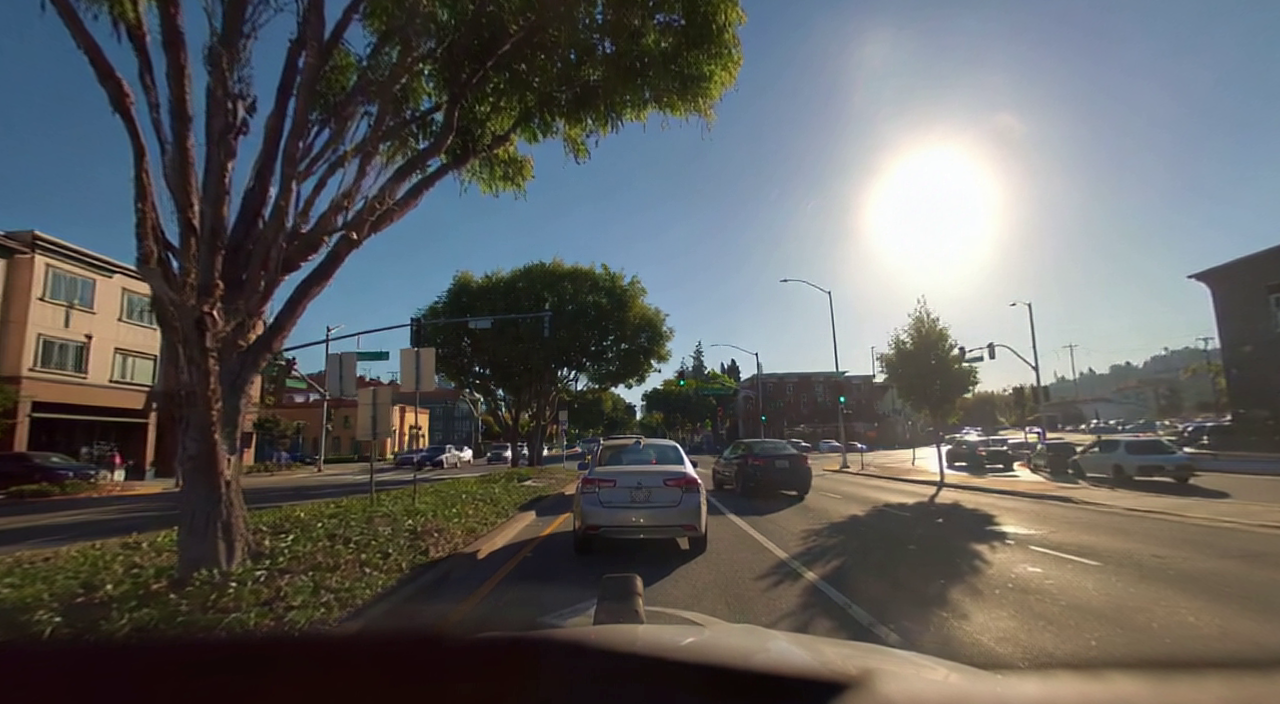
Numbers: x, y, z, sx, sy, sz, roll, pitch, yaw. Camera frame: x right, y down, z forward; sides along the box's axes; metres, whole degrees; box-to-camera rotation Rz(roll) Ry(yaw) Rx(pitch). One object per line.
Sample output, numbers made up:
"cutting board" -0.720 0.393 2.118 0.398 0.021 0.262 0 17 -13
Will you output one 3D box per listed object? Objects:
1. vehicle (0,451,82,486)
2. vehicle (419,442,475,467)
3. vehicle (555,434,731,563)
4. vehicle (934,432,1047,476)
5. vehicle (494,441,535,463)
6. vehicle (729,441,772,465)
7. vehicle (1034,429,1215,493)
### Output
"vehicle" -27.356 5.069 27.564 1.773 1.438 4.268 0 -9 2
"vehicle" -12.219 6.522 40.058 2.125 1.495 4.308 0 -9 1
"vehicle" -0.072 1.988 9.311 2.010 1.447 4.121 0 -9 -3
"vehicle" 13.076 3.823 23.808 1.887 1.504 3.898 0 -9 -2
"vehicle" -8.817 7.045 44.505 1.994 1.474 4.411 0 -9 0
"vehicle" 6.993 6.448 40.336 1.932 1.439 4.159 0 -9 -1
"vehicle" 13.074 2.962 17.370 1.859 1.525 3.948 0 -9 1
